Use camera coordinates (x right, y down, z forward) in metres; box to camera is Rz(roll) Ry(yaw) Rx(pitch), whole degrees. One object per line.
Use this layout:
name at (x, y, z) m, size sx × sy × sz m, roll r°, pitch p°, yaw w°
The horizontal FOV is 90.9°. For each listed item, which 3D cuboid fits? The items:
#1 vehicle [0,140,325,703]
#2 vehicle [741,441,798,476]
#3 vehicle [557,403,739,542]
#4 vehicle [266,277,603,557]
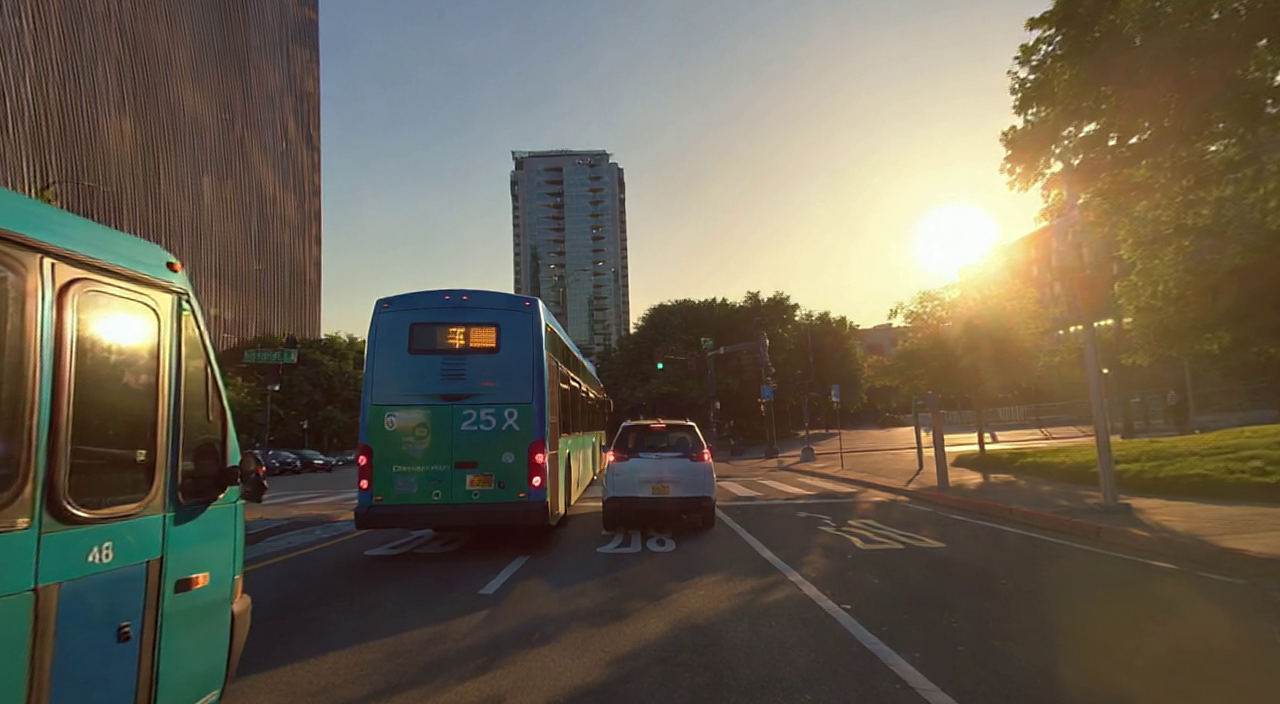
vehicle at (-2.757, 0.329, 0.224) m, size 2.329 × 2.089 × 5.659 m, roll 0°, pitch -9°, yaw 0°
vehicle at (6.155, 5.104, 30.474) m, size 1.919 × 1.529 × 4.059 m, roll 0°, pitch -9°, yaw 1°
vehicle at (0.130, 1.991, 10.930) m, size 2.500 × 1.912 × 4.270 m, roll 0°, pitch -9°, yaw 1°
vehicle at (-2.875, 1.773, 14.546) m, size 3.042 × 3.445 × 13.615 m, roll 0°, pitch -9°, yaw 1°
